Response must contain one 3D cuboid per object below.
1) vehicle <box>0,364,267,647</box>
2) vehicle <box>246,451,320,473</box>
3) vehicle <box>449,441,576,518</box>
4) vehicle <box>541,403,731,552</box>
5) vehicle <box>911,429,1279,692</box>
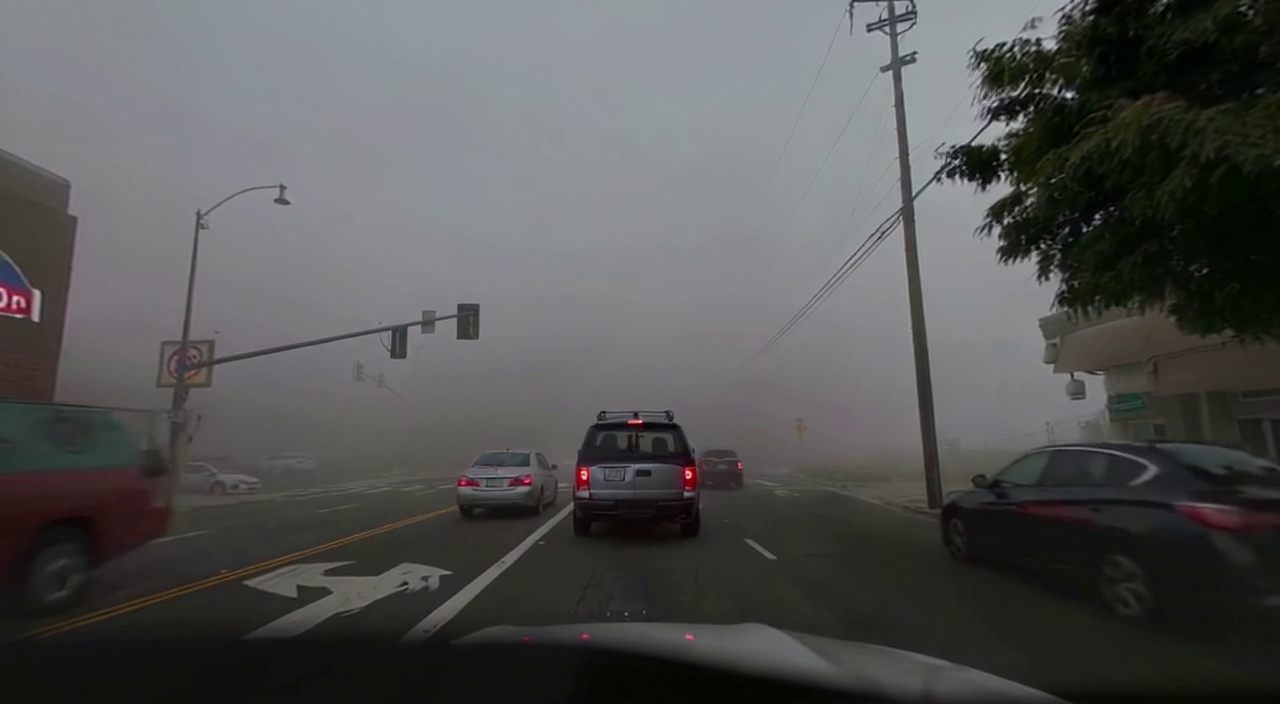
[{"bbox_3d":[-6.425,1.179,4.870,3.233,2.097,6.390,0,-9,-1],"label":"vehicle"},{"bbox_3d":[-27.318,8.449,48.324,4.458,1.608,2.051,0,-9,2],"label":"vehicle"},{"bbox_3d":[-2.855,2.965,15.270,1.975,1.570,4.456,0,-9,2],"label":"vehicle"},{"bbox_3d":[-0.077,2.159,11.550,2.638,2.065,5.313,0,-9,0],"label":"vehicle"},{"bbox_3d":[4.749,1.608,6.254,1.994,1.545,4.919,0,-9,1],"label":"vehicle"}]
